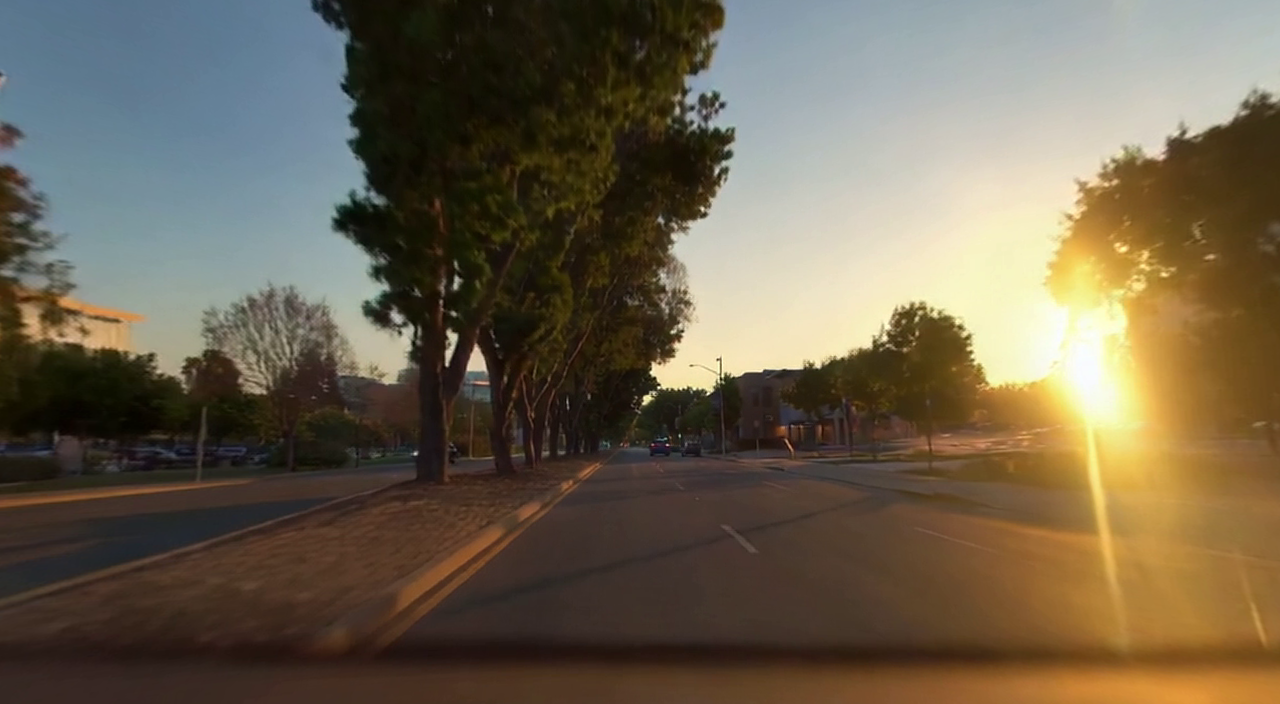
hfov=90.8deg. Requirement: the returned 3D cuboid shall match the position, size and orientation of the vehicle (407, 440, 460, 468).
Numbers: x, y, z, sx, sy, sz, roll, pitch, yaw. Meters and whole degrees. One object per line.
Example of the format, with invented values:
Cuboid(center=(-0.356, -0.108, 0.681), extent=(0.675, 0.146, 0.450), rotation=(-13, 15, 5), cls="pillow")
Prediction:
Cuboid(center=(-15.507, 7.694, 47.772), extent=(2.141, 1.942, 5.474), rotation=(0, -8, 0), cls="vehicle")
